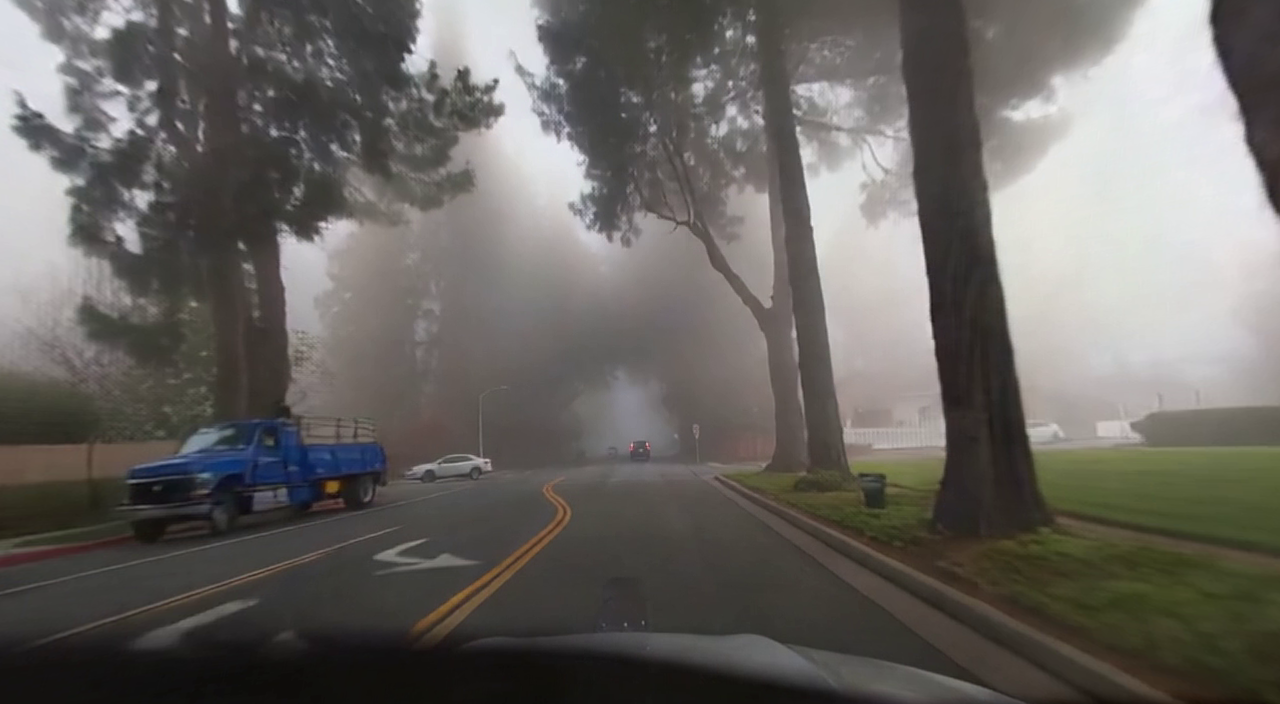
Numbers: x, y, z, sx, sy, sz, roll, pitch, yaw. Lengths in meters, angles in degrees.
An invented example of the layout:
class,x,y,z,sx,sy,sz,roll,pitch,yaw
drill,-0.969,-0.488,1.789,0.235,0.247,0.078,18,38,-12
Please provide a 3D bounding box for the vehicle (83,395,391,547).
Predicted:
class,x,y,z,sx,sy,sz,roll,pitch,yaw
vehicle,-9.335,2.857,16.037,2.816,2.723,7.506,-4,-8,1

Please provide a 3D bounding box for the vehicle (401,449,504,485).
class,x,y,z,sx,sy,sz,roll,pitch,yaw
vehicle,-9.363,5.758,31.782,4.594,1.696,1.971,0,-8,-1
